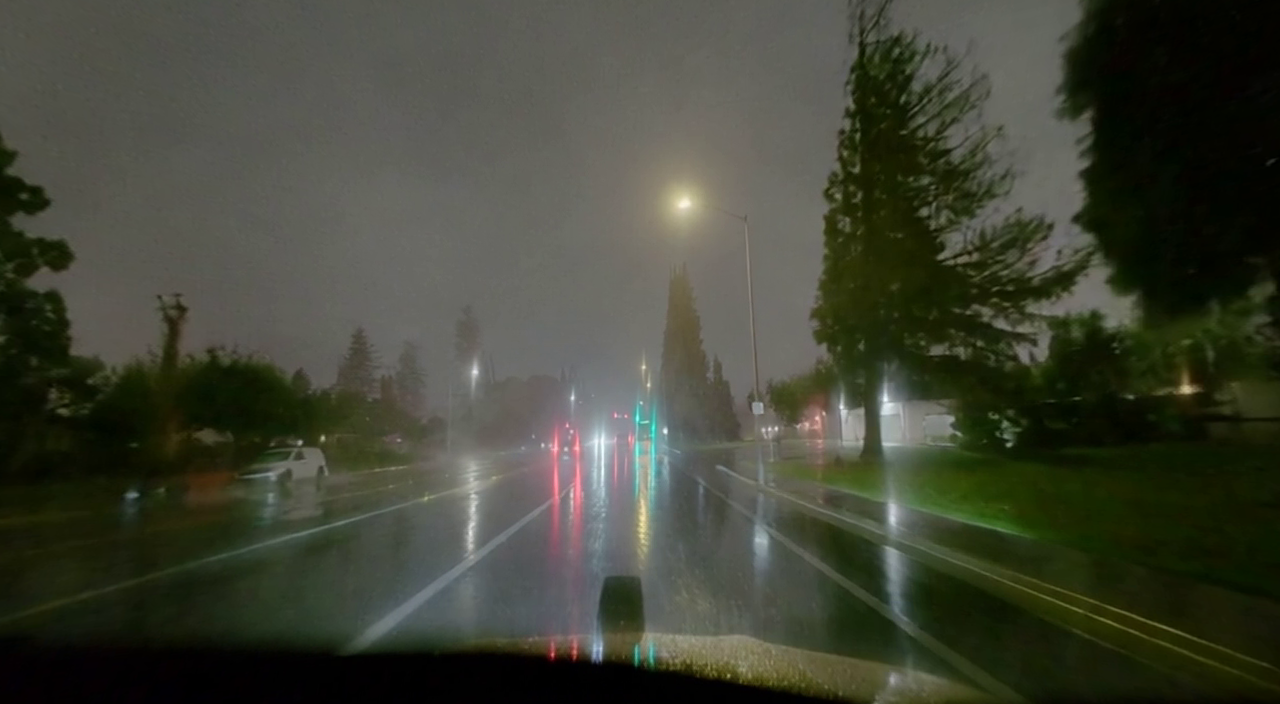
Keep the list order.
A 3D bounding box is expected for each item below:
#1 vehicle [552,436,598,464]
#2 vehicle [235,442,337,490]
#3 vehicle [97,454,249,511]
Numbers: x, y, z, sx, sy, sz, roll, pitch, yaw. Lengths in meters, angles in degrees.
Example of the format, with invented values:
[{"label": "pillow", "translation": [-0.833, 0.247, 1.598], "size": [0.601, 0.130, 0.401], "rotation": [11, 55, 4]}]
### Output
[{"label": "vehicle", "translation": [-3.523, 5.378, 34.890], "size": [2.030, 1.467, 4.251], "rotation": [0, -8, 0]}, {"label": "vehicle", "translation": [-15.787, 5.060, 28.522], "size": [2.050, 1.784, 4.577], "rotation": [-3, -7, -1]}, {"label": "vehicle", "translation": [-15.556, 4.330, 21.400], "size": [1.901, 1.454, 4.249], "rotation": [-3, -7, 1]}]
